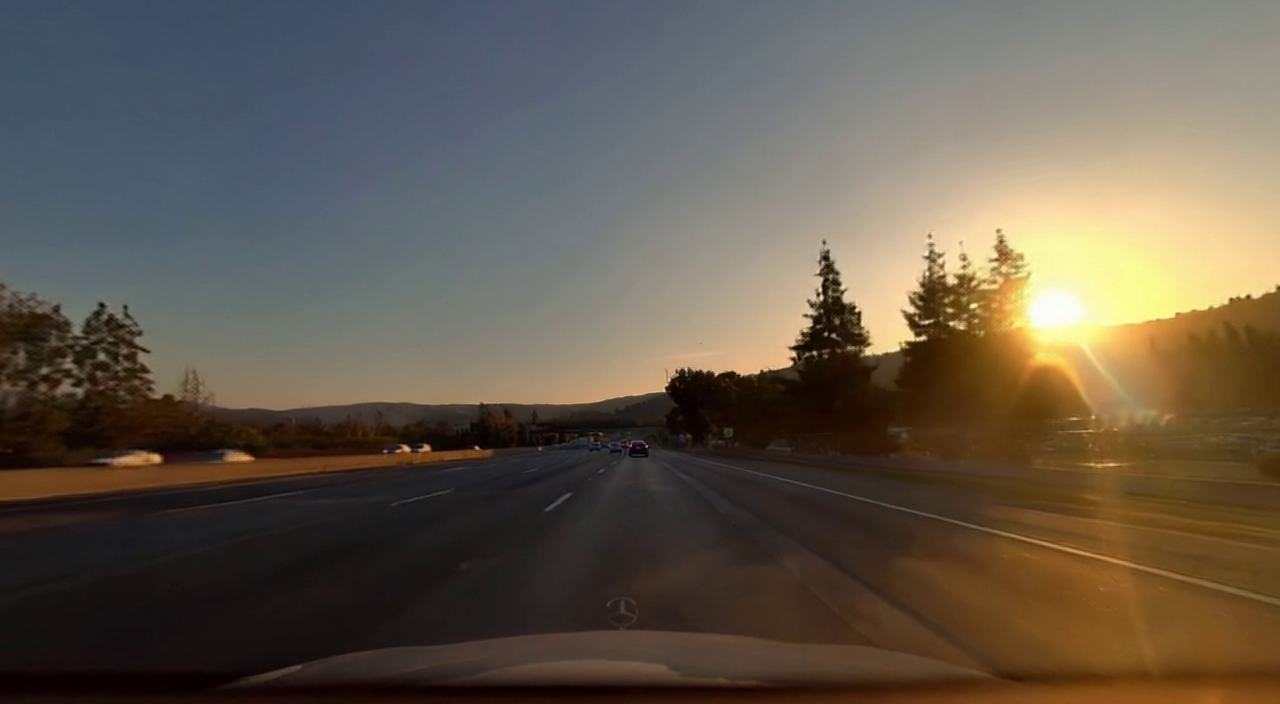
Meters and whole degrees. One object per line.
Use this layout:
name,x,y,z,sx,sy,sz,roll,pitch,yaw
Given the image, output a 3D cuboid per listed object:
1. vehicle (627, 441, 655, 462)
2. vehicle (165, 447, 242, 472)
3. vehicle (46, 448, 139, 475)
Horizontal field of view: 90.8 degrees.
vehicle,0.018,7.508,47.916,2.021,1.528,4.154,0,-8,-1
vehicle,-28.578,7.016,41.544,1.821,1.487,4.522,0,-8,0
vehicle,-35.871,7.173,41.521,1.915,1.595,4.665,0,-8,0
